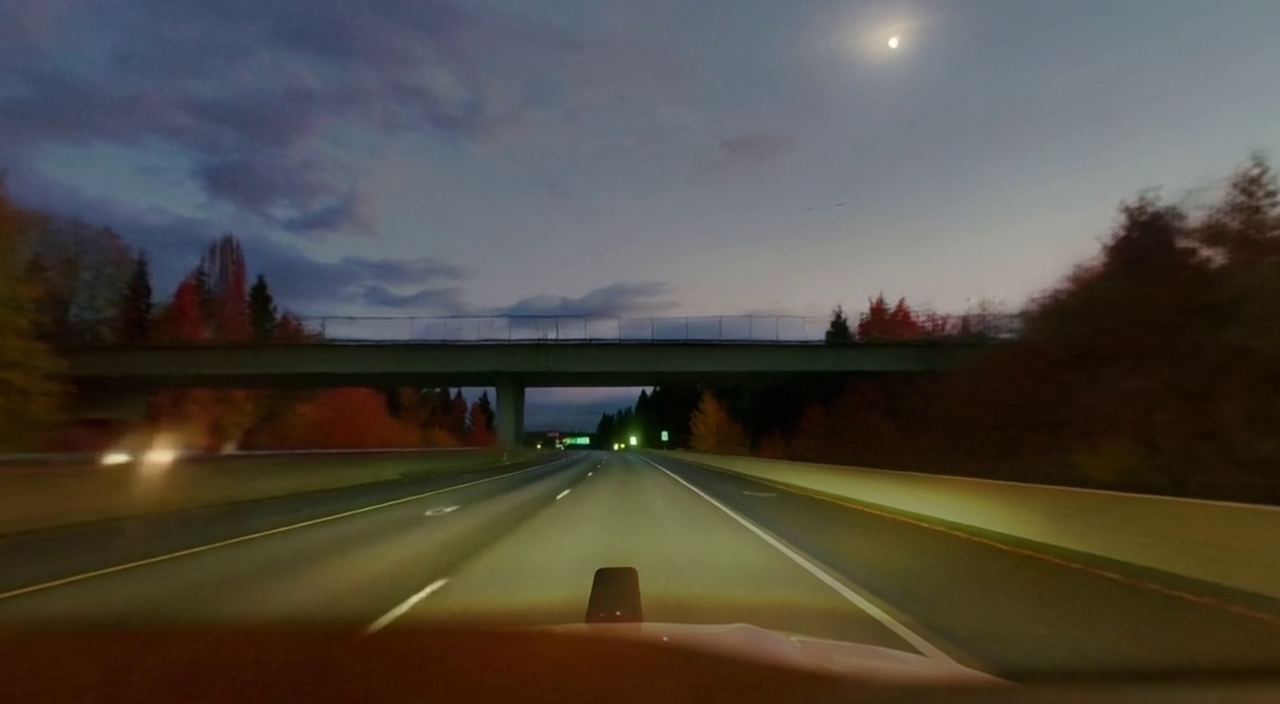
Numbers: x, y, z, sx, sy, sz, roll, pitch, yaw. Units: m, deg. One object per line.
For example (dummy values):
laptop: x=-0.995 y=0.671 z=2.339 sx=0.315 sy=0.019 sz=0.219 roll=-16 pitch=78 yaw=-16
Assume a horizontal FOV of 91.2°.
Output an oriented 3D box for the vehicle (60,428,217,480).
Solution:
vehicle: x=-17.348 y=3.563 z=22.038 sx=1.907 sy=1.624 sz=4.350 roll=0 pitch=-9 yaw=0
